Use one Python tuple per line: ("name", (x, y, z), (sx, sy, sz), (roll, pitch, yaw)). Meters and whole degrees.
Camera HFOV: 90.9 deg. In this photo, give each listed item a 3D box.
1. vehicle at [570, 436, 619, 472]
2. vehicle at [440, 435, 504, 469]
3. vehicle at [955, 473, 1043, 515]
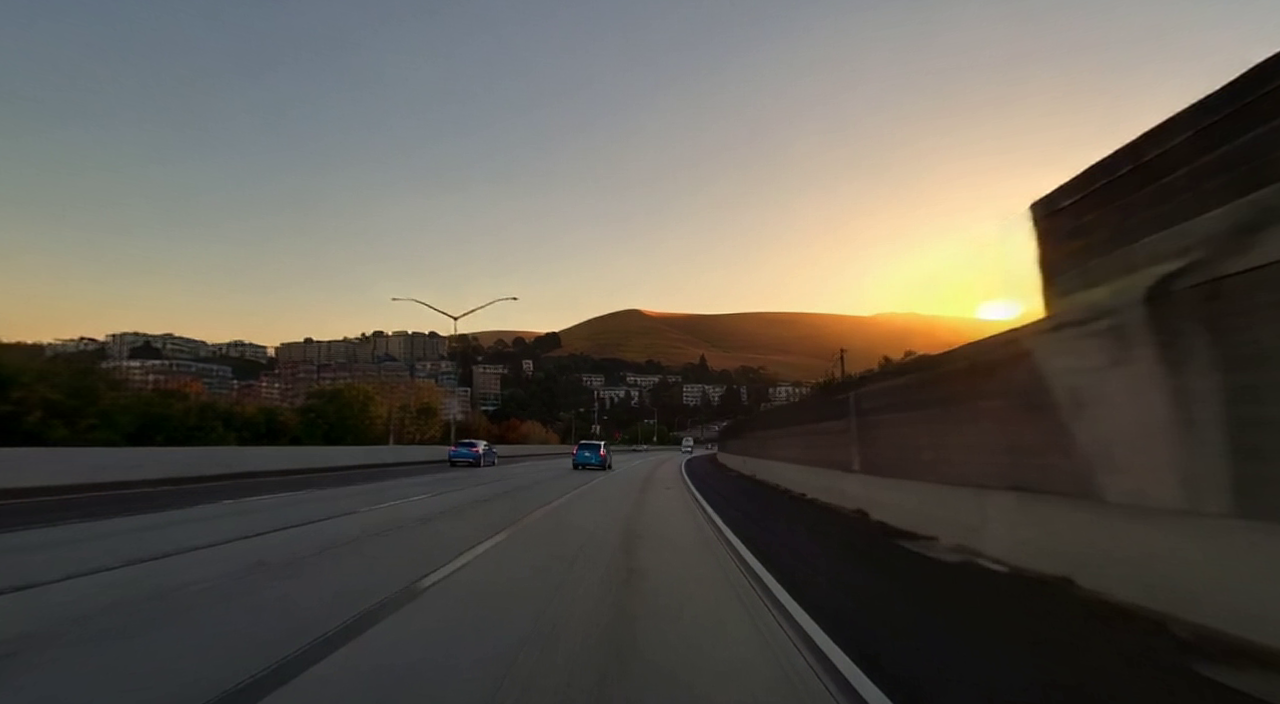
("vehicle", (-2.369, 5.438, 33.733), (2.028, 1.782, 4.150), (-1, -8, 4))
("vehicle", (-9.443, 5.640, 35.837), (2.039, 1.746, 4.528), (-1, -8, 5))
("vehicle", (25.176, 9.929, 44.581), (2.775, 2.408, 6.139), (0, -8, 2))
